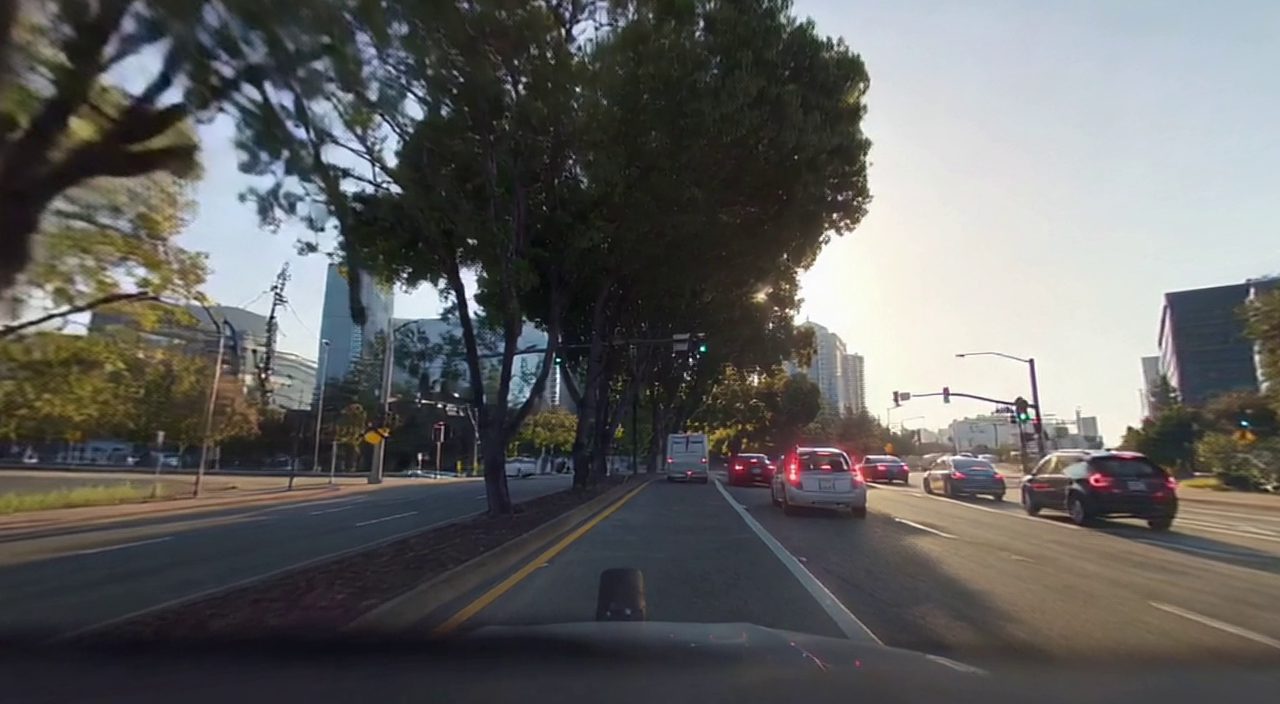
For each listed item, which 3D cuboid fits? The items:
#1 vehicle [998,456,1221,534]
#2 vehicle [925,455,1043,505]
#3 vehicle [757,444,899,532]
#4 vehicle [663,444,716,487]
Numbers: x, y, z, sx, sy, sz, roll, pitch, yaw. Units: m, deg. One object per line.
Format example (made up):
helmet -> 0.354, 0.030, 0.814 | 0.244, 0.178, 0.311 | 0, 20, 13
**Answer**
vehicle -> 10.172, 3.081, 14.192 | 1.884, 1.422, 4.262 | 0, -9, 3
vehicle -> 11.690, 4.341, 21.801 | 1.842, 1.466, 4.379 | -1, -8, 4
vehicle -> 3.835, 2.812, 13.684 | 2.078, 1.578, 4.107 | 0, -9, 4
vehicle -> 2.222, 5.194, 29.227 | 2.245, 1.800, 4.522 | 0, -8, 3
